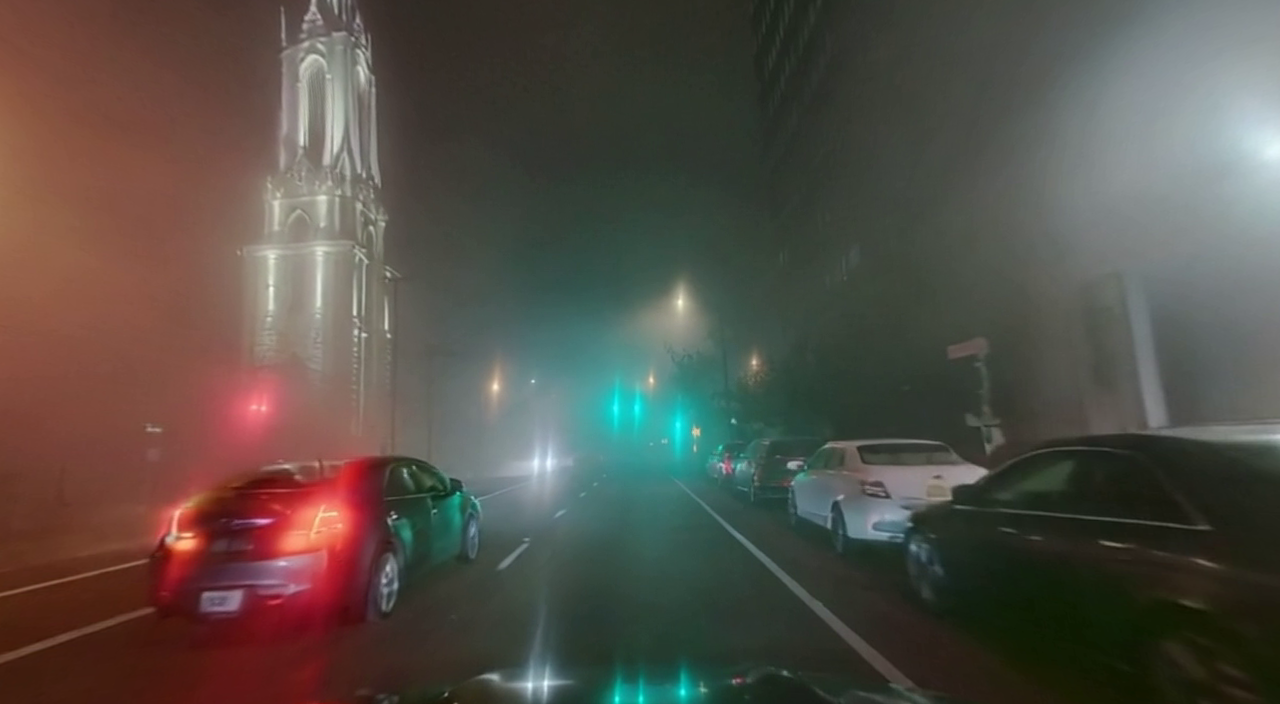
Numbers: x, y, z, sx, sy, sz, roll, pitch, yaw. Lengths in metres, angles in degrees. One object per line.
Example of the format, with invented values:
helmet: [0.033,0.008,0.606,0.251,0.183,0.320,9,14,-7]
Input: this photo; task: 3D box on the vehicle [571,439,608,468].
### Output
vehicle: [-3.563,7.320,45.655,2.293,1.936,4.737,0,-8,0]

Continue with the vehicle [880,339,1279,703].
vehicle: [3.306,0.991,3.500,2.206,1.664,4.578,0,-8,1]

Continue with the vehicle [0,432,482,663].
vehicle: [-3.333,1.678,6.698,2.089,1.547,4.635,0,-8,0]
